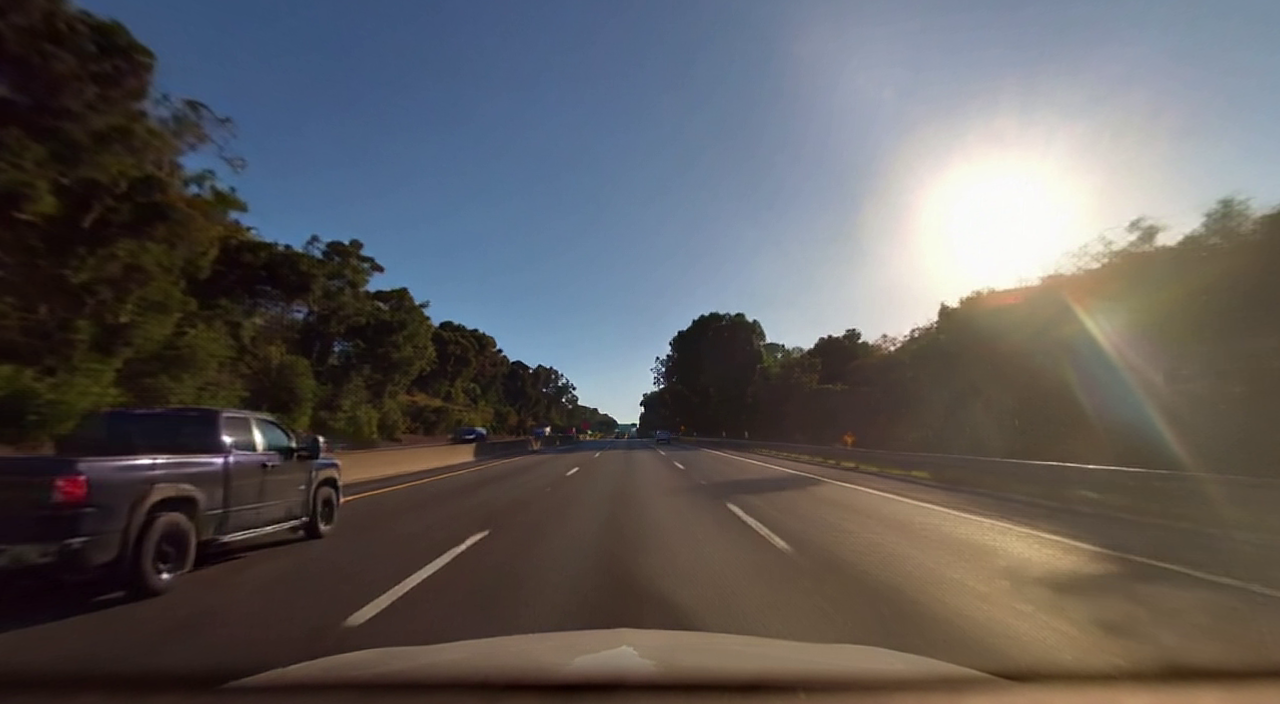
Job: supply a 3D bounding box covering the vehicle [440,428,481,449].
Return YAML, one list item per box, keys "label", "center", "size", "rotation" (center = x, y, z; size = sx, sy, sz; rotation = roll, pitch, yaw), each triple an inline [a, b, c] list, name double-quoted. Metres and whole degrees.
- label: "vehicle"
  center: [-13.502, 6.520, 47.573]
  size: [1.854, 1.497, 4.252]
  rotation: [0, -8, -1]

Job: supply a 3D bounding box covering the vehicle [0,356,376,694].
- label: "vehicle"
  center: [-3.971, 1.076, 5.032]
  size: [2.000, 1.620, 3.929]
  rotation: [0, -8, 0]
